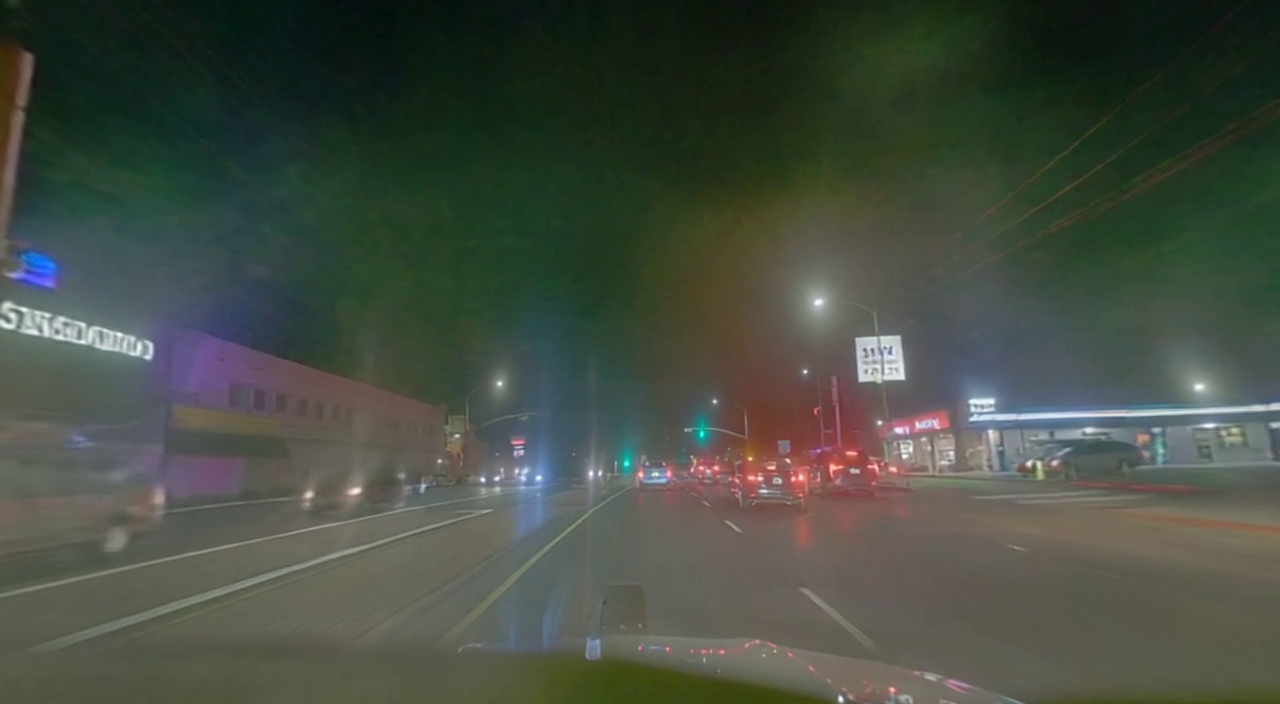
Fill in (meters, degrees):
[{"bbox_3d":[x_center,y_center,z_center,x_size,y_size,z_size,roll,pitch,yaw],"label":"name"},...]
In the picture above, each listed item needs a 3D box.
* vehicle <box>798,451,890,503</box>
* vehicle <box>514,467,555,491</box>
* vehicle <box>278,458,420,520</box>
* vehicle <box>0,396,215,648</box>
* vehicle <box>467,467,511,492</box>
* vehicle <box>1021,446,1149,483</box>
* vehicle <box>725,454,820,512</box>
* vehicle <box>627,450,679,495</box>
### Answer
[{"bbox_3d":[7.551,4.631,23.822,2.040,1.738,4.414,0,-8,1],"label":"vehicle"},{"bbox_3d":[-7.613,9.216,45.942,2.078,1.465,4.632,0,-8,1],"label":"vehicle"},{"bbox_3d":[-8.583,4.056,19.176,1.906,1.519,4.797,0,-8,2],"label":"vehicle"},{"bbox_3d":[-5.343,1.142,4.021,2.180,1.646,4.467,-2,-10,-1],"label":"vehicle"},{"bbox_3d":[-11.655,9.806,48.865,2.183,1.674,4.481,0,-8,1],"label":"vehicle"},{"bbox_3d":[22.184,5.628,31.595,4.718,1.628,2.008,-3,-8,5],"label":"vehicle"},{"bbox_3d":[3.912,3.927,19.478,1.963,1.484,4.609,0,-8,0],"label":"vehicle"},{"bbox_3d":[0.615,5.437,28.891,2.210,1.861,4.280,0,-8,1],"label":"vehicle"}]
